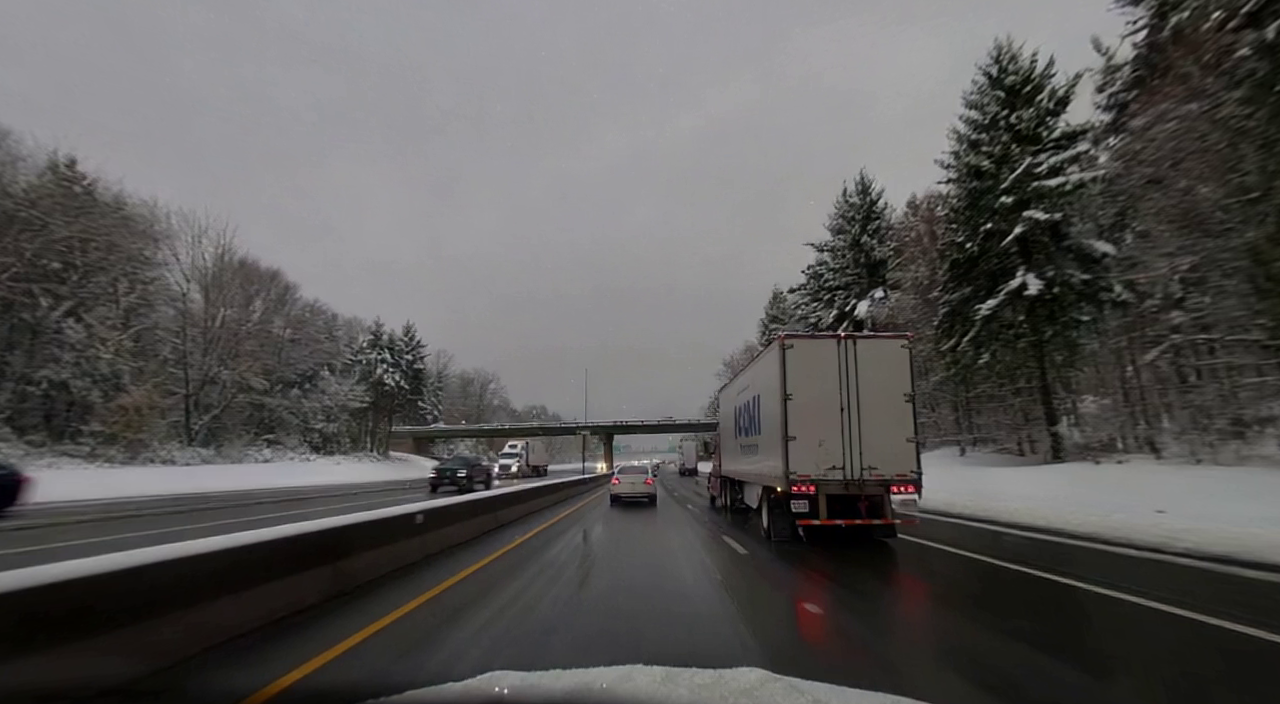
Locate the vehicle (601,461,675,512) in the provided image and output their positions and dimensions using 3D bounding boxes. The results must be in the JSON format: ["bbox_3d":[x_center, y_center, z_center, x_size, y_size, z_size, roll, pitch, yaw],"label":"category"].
[{"bbox_3d":[-0.059,4.292,20.278,2.156,1.444,3.762,1,-10,0],"label":"vehicle"}]

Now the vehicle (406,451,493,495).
[{"bbox_3d":[-8.926,5.768,30.039,2.162,1.857,5.332,0,-11,3],"label":"vehicle"}]

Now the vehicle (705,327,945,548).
[{"bbox_3d":[4.319,3.096,20.255,2.964,4.188,16.587,1,-11,1],"label":"vehicle"}]
